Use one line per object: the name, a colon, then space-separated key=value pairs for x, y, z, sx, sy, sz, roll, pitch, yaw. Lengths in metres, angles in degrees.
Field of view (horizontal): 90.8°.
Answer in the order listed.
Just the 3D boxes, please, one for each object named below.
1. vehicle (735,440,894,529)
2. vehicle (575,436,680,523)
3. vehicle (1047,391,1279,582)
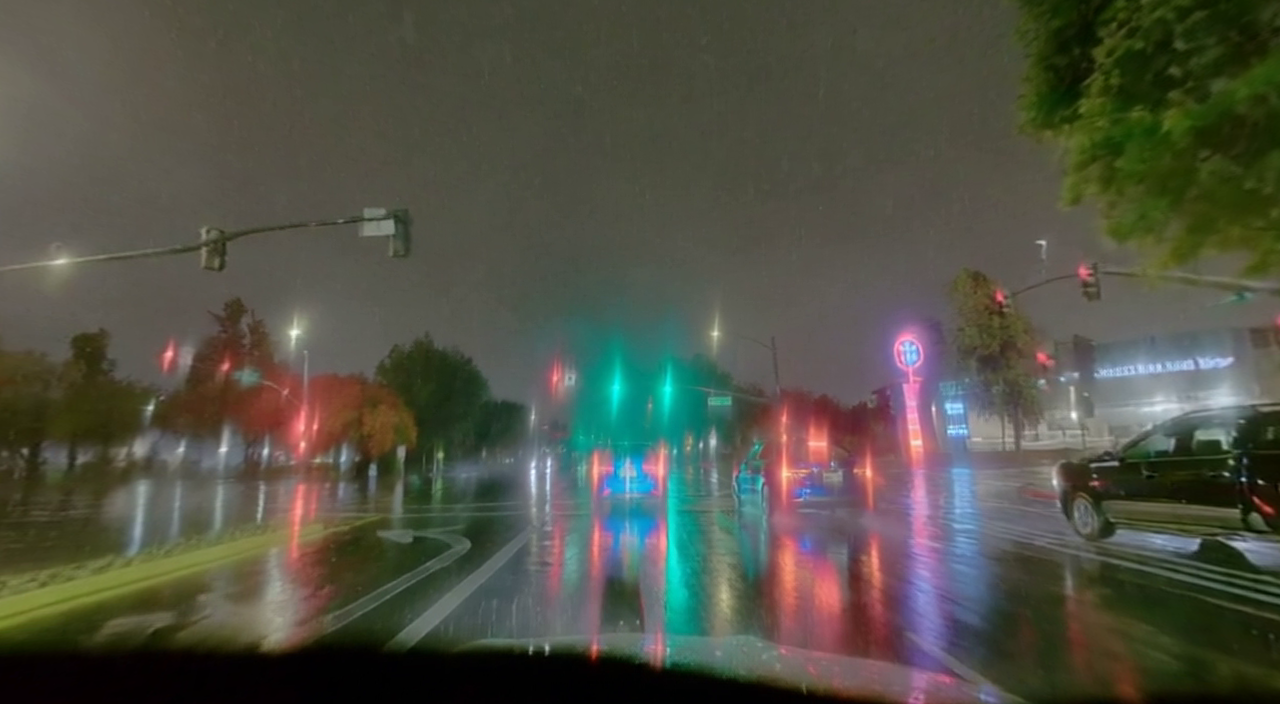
vehicle: x=3.454 y=2.697 z=13.575 sx=1.955 sy=1.550 sz=4.587 roll=0 pitch=-8 yaw=-2
vehicle: x=-0.280 y=2.749 z=14.161 sx=2.037 sy=1.674 sz=3.693 roll=0 pitch=-8 yaw=-1
vehicle: x=7.597 y=1.456 z=7.041 sx=2.240 sy=1.923 sz=5.678 roll=0 pitch=-8 yaw=-1
